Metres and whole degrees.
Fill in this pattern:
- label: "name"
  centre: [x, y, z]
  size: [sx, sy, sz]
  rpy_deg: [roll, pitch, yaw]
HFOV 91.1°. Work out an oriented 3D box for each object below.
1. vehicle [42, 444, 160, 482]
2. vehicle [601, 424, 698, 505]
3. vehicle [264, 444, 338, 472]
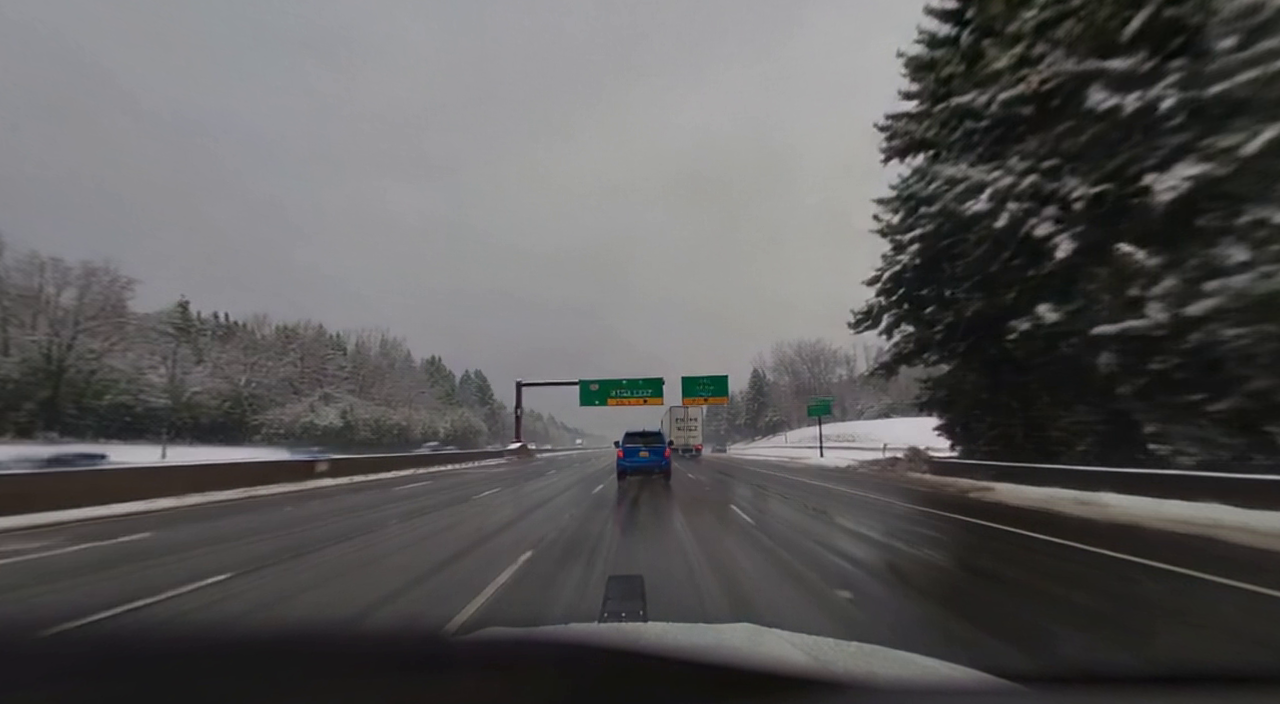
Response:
- label: "vehicle"
  centre: [-28.766, 5.904, 33.745]
  size: [2.069, 1.884, 4.746]
  rpy_deg: [0, -8, 0]
- label: "vehicle"
  centre: [0.237, 2.688, 15.415]
  size: [2.054, 1.706, 4.201]
  rpy_deg: [0, -8, 1]
- label: "vehicle"
  centre: [-22.229, 6.942, 41.398]
  size: [2.071, 1.723, 4.786]
  rpy_deg: [-1, -8, 2]
